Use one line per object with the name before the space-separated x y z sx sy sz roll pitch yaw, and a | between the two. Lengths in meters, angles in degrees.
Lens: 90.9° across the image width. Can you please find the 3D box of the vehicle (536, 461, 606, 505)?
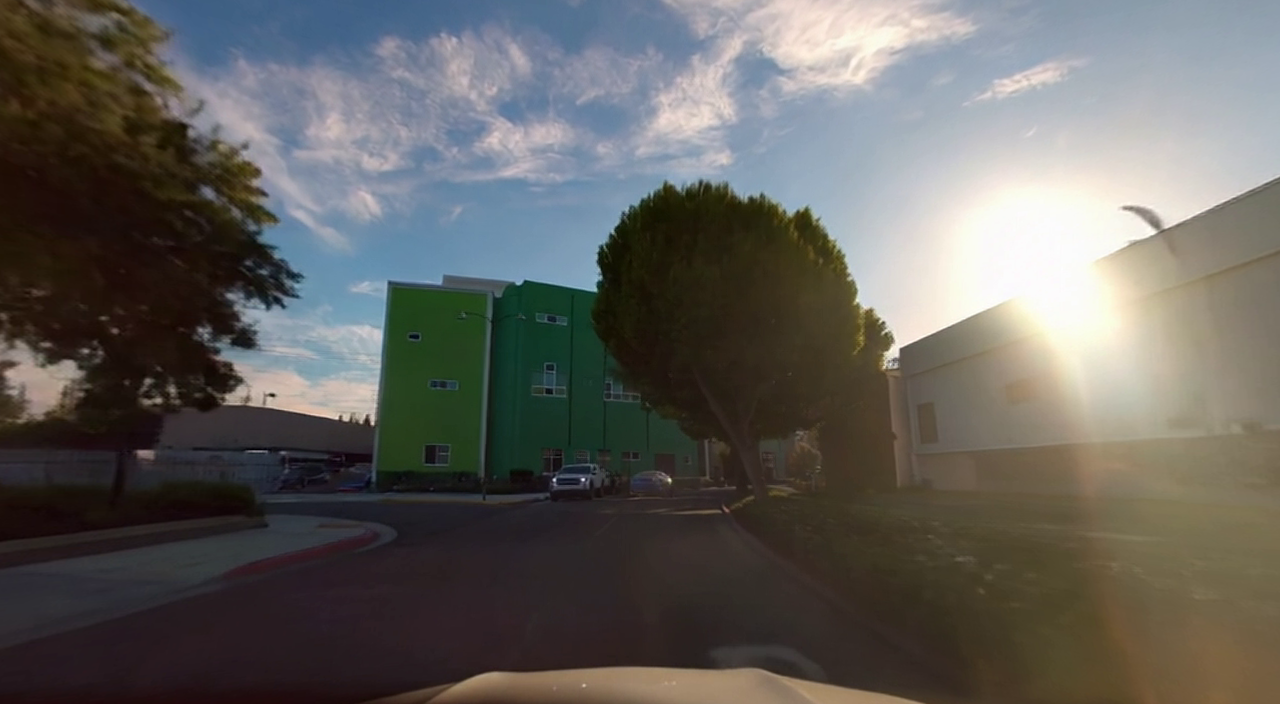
vehicle | -3.002 5.852 28.459 2.022 1.776 4.625 -2 -10 8

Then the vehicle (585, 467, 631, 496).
vehicle | -1.853 7.682 37.583 1.903 1.542 4.115 -2 -10 9
